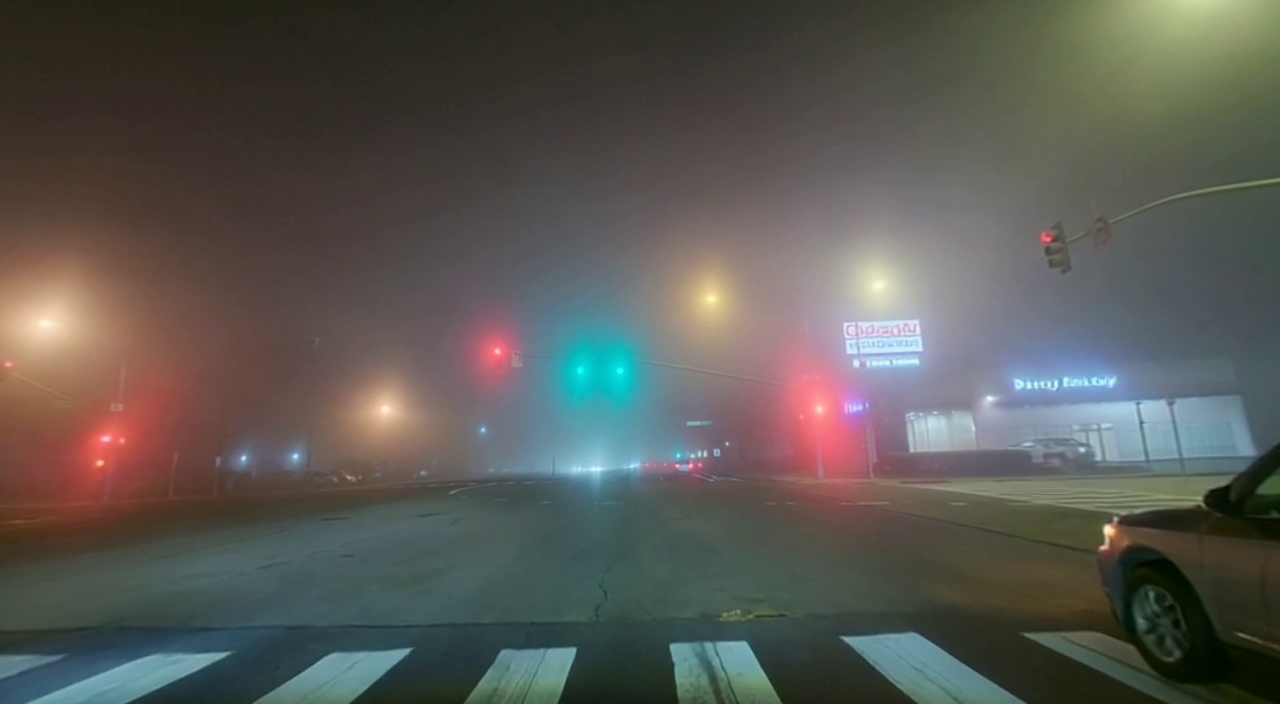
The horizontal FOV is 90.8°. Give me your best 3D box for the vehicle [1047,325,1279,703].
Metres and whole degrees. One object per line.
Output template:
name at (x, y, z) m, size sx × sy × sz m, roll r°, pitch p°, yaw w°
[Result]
vehicle at (3.158, 0.596, 0.934) m, size 1.973 × 1.697 × 4.377 m, roll 0°, pitch -8°, yaw -4°
